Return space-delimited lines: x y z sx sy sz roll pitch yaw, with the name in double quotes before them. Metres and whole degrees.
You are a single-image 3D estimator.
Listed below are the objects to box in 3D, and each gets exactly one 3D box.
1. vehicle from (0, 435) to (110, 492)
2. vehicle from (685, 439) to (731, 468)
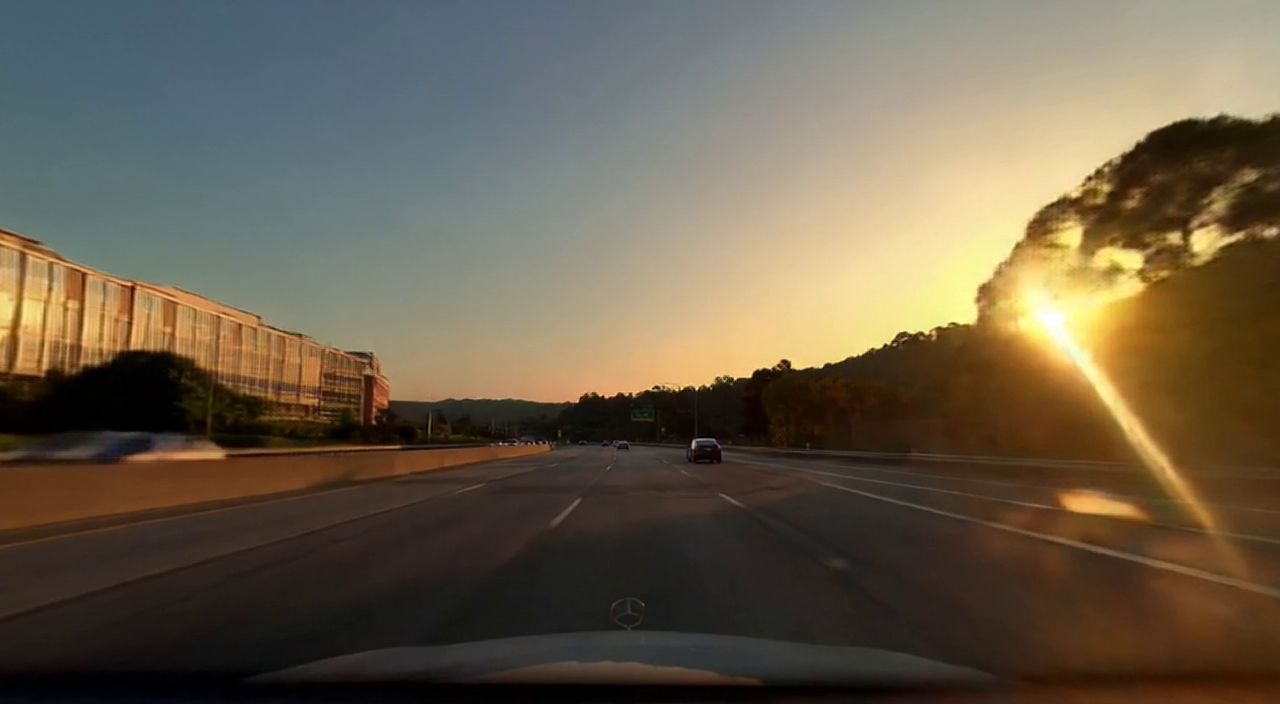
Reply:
"vehicle" -19.504 3.453 19.708 1.939 1.625 4.523 0 -8 -1
"vehicle" 3.626 5.529 34.446 1.926 1.477 4.025 0 -8 -2
